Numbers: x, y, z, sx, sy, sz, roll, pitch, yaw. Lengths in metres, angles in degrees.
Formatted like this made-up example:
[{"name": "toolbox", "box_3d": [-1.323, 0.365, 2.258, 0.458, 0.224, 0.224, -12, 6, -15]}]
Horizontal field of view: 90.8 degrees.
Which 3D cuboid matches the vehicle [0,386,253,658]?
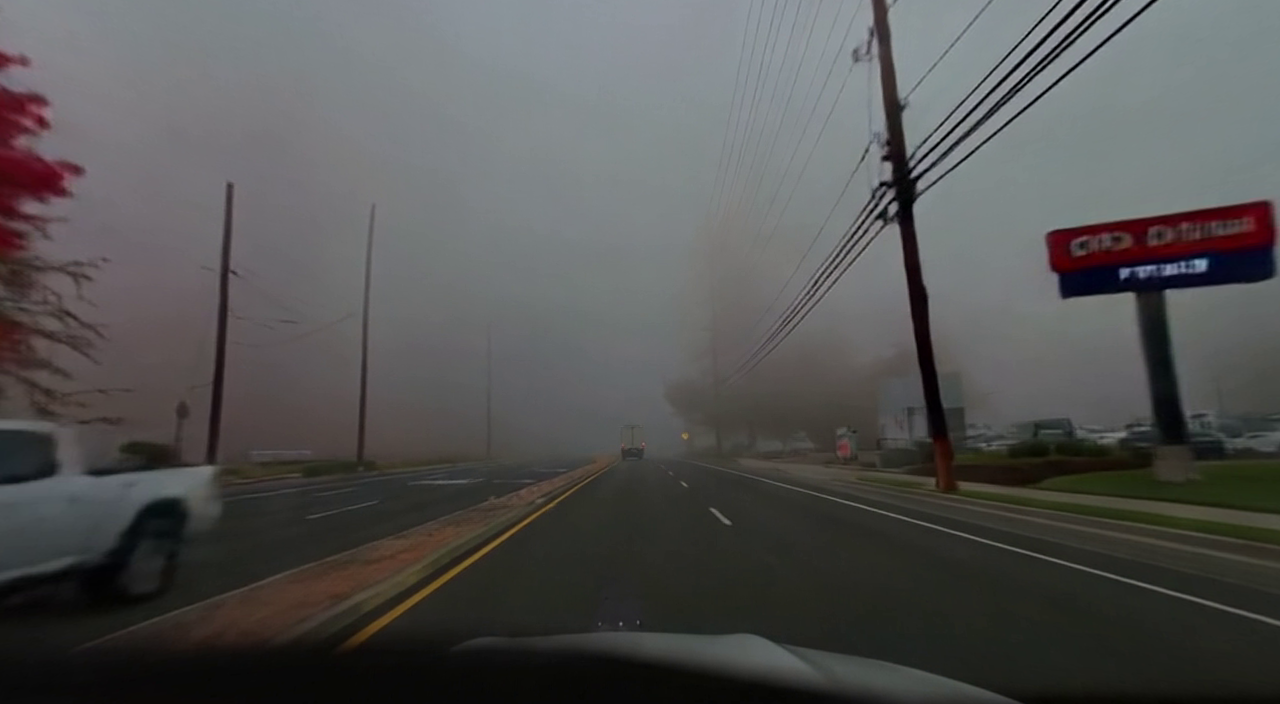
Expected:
[{"name": "vehicle", "box_3d": [-4.996, 1.142, 4.311, 1.993, 1.680, 4.386, -2, -8, -1]}]
